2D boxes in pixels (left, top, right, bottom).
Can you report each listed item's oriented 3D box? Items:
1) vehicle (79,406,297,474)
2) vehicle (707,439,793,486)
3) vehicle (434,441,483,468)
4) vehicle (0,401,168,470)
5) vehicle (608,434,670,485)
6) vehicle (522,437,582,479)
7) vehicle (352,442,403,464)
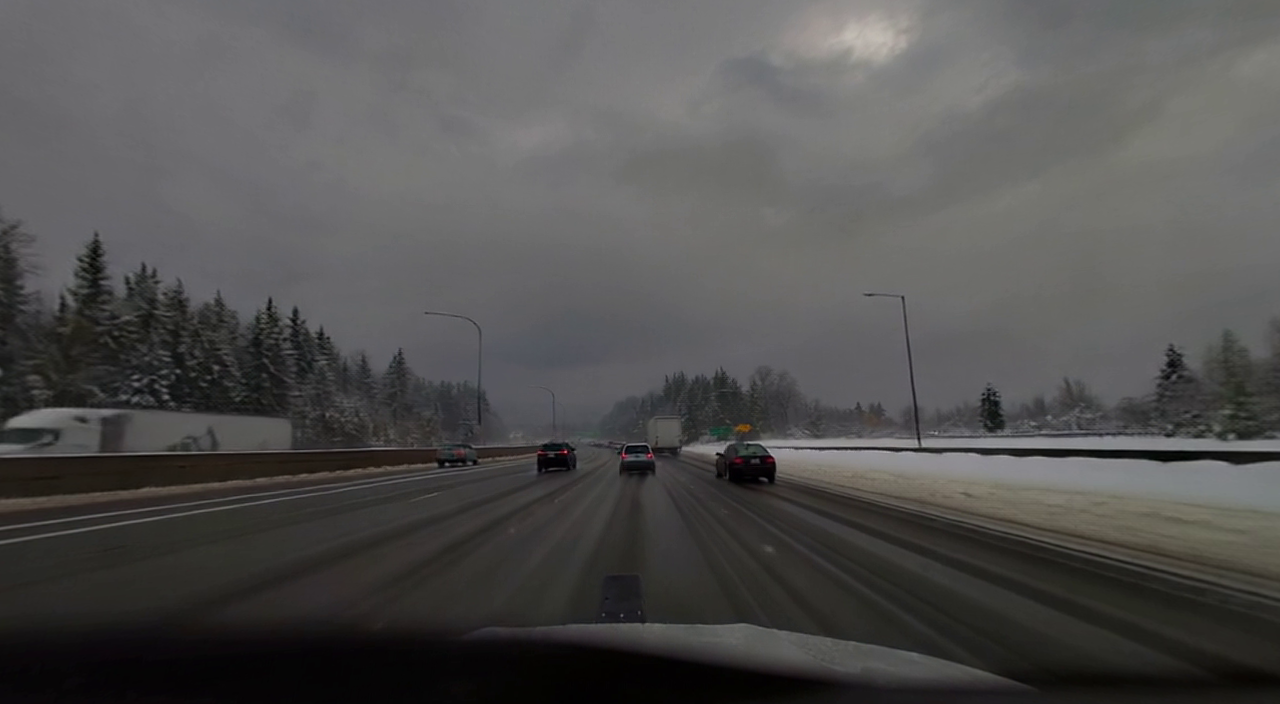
[{"bbox_3d":[-30.656,6.336,44.873,3.101,3.887,16.562,0,-9,1],"label":"vehicle"},{"bbox_3d":[3.793,3.925,22.768,2.146,1.482,4.665,0,-8,-1],"label":"vehicle"},{"bbox_3d":[-12.615,7.118,44.183,1.946,1.773,4.446,0,-9,1],"label":"vehicle"},{"bbox_3d":[-30.693,4.667,34.768,3.043,3.332,7.964,0,-8,1],"label":"vehicle"},{"bbox_3d":[-0.032,3.987,23.722,2.103,1.717,4.399,0,-8,0],"label":"vehicle"},{"bbox_3d":[-3.831,4.712,28.356,1.988,1.696,4.754,0,-8,1],"label":"vehicle"},{"bbox_3d":[-19.148,7.369,46.212,2.084,1.519,3.662,0,-8,2],"label":"vehicle"}]
